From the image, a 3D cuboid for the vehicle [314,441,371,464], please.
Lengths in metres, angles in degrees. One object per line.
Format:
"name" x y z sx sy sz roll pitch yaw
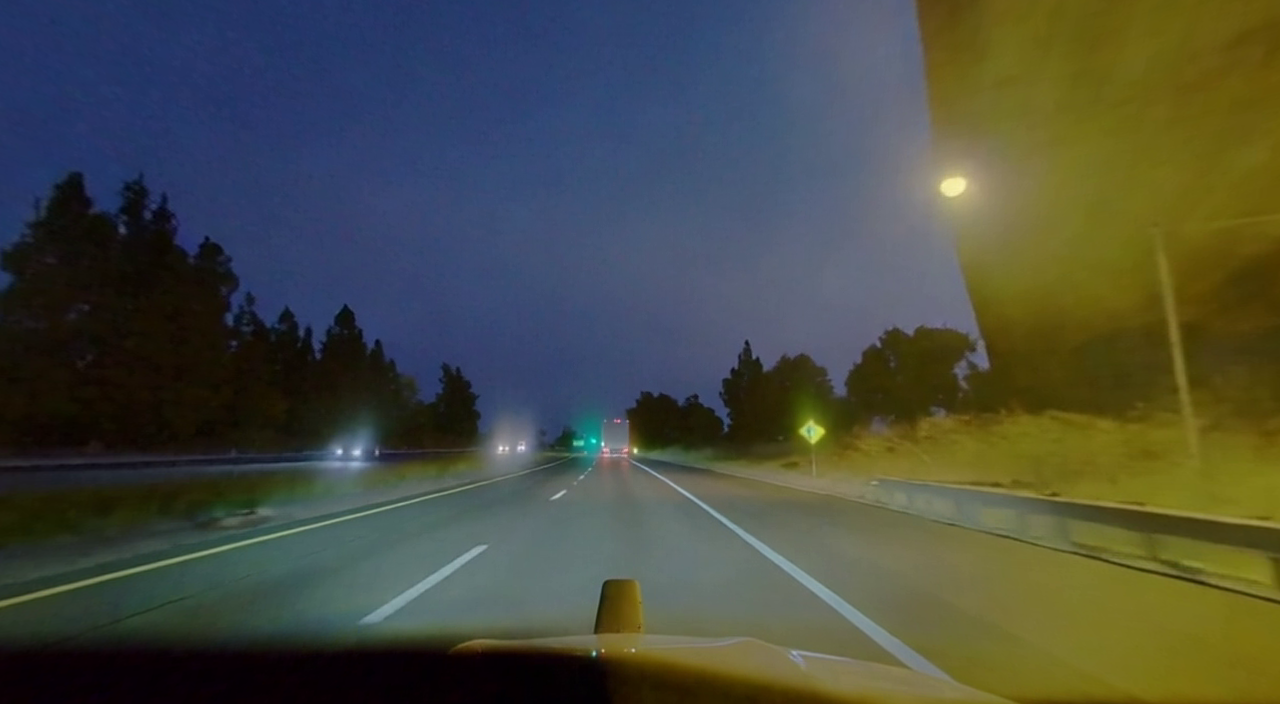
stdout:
"vehicle" -20.932 7.132 44.649 1.848 1.540 4.633 0 -9 -1
